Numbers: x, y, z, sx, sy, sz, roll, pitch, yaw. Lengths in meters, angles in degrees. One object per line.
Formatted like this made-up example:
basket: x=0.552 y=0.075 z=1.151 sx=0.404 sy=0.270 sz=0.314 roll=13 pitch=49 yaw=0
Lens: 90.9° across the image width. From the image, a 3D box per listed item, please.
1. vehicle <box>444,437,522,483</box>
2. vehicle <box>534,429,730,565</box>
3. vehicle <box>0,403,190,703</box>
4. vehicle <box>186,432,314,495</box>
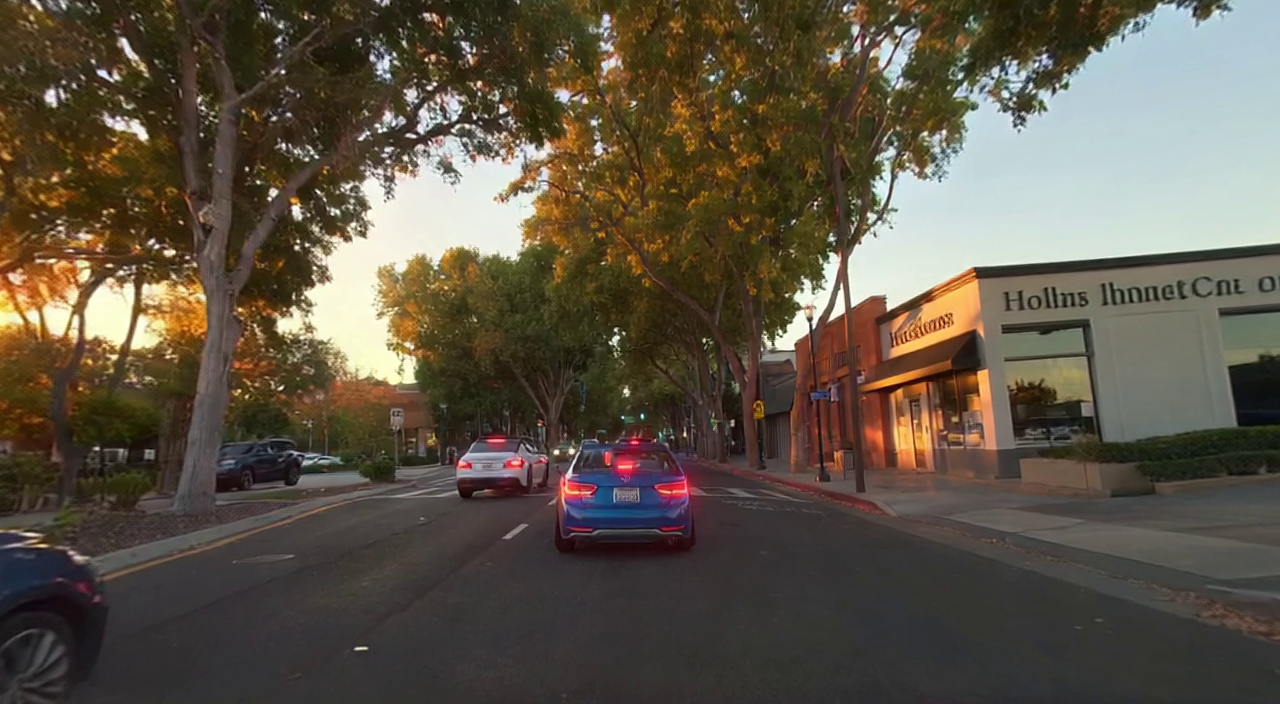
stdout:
vehicle: x=-6.186 y=4.289 z=25.349 sx=2.095 sy=1.682 sz=4.371 roll=0 pitch=-9 yaw=-1
vehicle: x=-0.099 y=1.906 z=9.047 sx=2.160 sy=1.482 sz=4.037 roll=0 pitch=-9 yaw=0
vehicle: x=-3.472 y=0.786 z=1.389 sx=1.905 sy=1.473 sz=4.016 roll=0 pitch=-9 yaw=1
vehicle: x=-19.127 y=5.479 z=31.401 sx=2.286 sy=2.777 sz=5.926 roll=-1 pitch=-9 yaw=3
